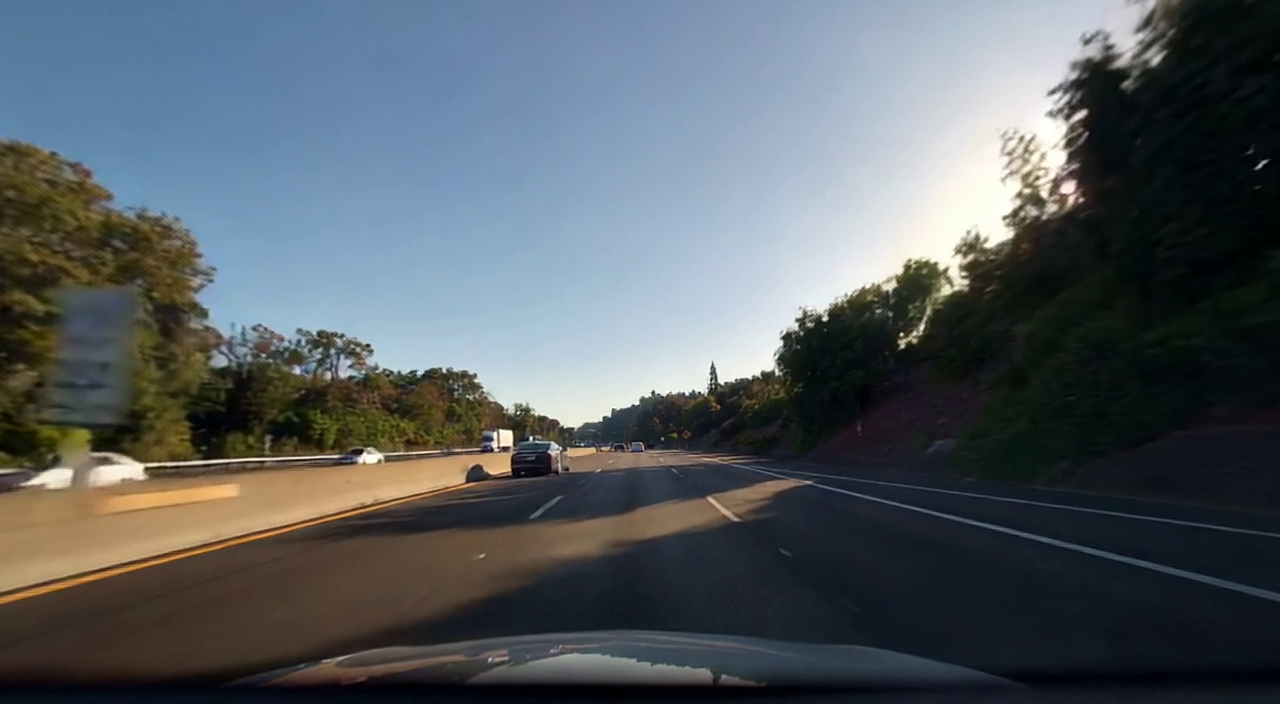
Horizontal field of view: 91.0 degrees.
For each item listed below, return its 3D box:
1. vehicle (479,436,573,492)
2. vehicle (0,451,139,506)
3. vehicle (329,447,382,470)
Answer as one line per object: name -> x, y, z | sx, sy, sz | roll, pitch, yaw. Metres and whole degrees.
vehicle -> -3.501, 3.526, 20.248 | 2.158, 1.562, 4.373 | -1, -8, 1
vehicle -> -18.495, 3.916, 19.855 | 1.868, 1.466, 4.235 | -1, -8, 1
vehicle -> -20.273, 7.554, 45.002 | 1.918, 1.521, 4.021 | 0, -8, -1
